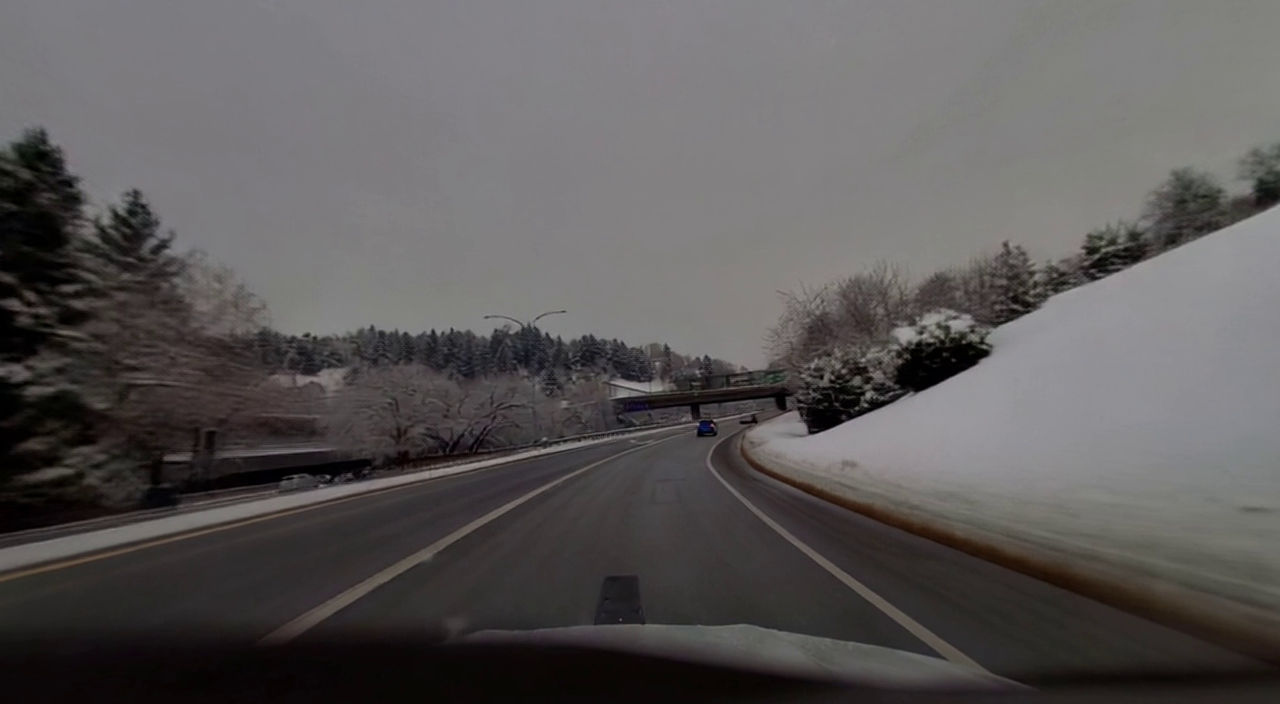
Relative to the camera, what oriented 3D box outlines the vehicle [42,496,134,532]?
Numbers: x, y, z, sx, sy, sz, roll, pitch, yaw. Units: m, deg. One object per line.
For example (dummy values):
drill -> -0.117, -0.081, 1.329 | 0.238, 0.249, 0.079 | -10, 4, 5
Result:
vehicle -> -35.252, 10.333, 40.538 | 1.996, 1.752, 4.503 | -1, -9, -3
